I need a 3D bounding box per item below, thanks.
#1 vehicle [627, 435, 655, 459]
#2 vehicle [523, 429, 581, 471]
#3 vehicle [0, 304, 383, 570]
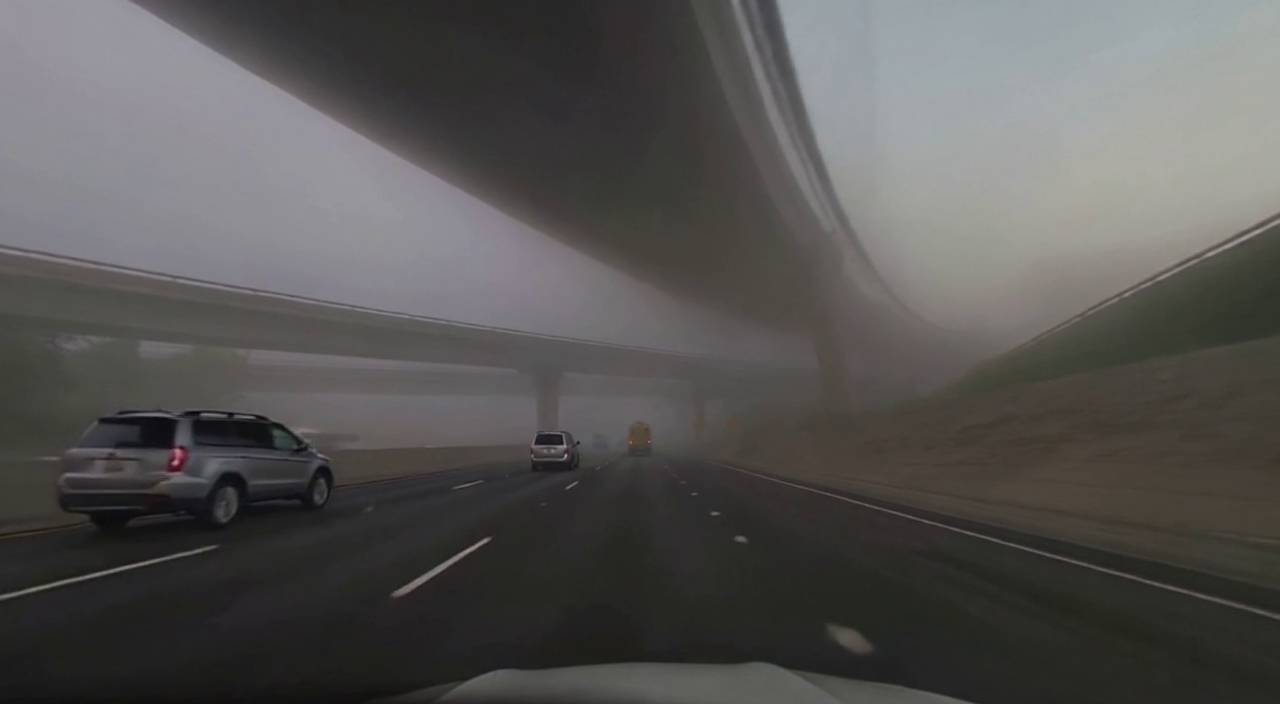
[{"bbox_3d":[0.024,7.212,47.816,2.052,1.711,4.223,0,-8,-1],"label":"vehicle"},{"bbox_3d":[-4.292,4.874,31.510,2.147,1.918,4.834,0,-8,1],"label":"vehicle"},{"bbox_3d":[-7.570,1.476,10.856,2.872,2.890,7.923,0,-9,0],"label":"vehicle"}]
